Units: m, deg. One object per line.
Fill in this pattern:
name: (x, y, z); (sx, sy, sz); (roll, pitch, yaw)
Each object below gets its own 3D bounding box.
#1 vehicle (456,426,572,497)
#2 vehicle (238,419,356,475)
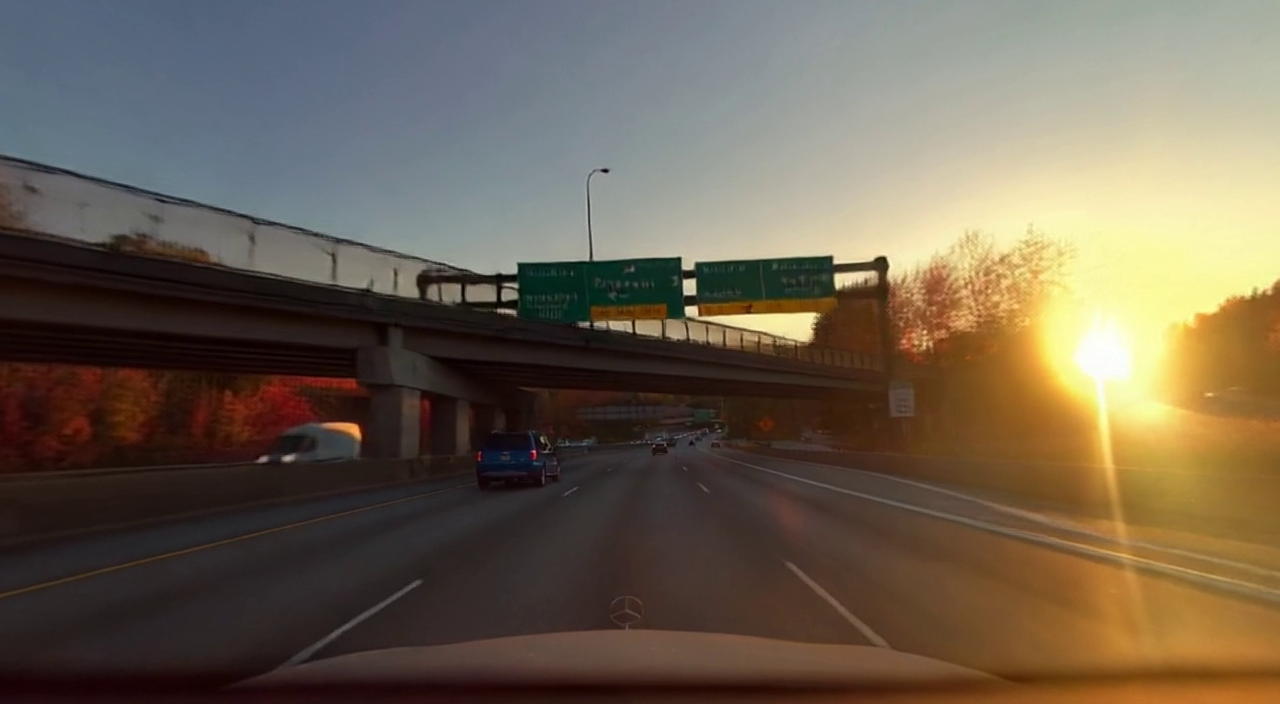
vehicle: (-3.323, 3.003, 17.600); (2.177, 1.707, 4.432); (0, -8, 2)
vehicle: (-22.476, 6.318, 41.916); (3.136, 3.324, 7.842); (-1, -8, 3)
